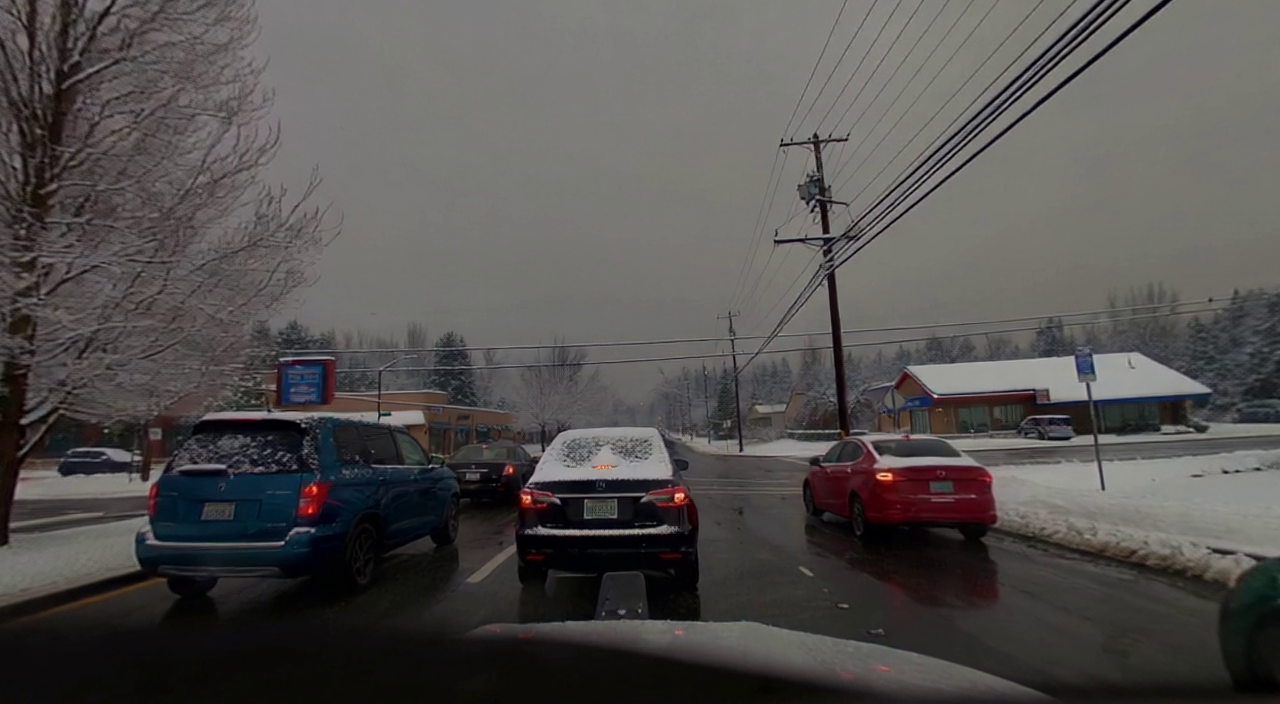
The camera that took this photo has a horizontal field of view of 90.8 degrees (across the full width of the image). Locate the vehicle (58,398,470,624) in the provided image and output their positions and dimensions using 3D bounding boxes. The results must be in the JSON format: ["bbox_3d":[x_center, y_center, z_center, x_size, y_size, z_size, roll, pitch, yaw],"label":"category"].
[{"bbox_3d":[-3.436,1.525,6.999,1.979,1.697,4.254,0,-9,-1],"label":"vehicle"}]

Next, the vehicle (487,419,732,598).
[{"bbox_3d":[-0.317,1.632,7.400,2.097,1.511,3.809,0,-9,-2],"label":"vehicle"}]

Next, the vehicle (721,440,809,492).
[{"bbox_3d":[3.822,3.552,20.025,1.876,1.456,4.025,0,-9,-1],"label":"vehicle"}]

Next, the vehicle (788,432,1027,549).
[{"bbox_3d":[3.924,2.098,10.278,1.909,1.473,4.361,0,-9,-1],"label":"vehicle"}]

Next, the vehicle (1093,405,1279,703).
[{"bbox_3d":[3.589,0.769,1.278,1.929,1.479,4.723,0,-9,1],"label":"vehicle"}]
